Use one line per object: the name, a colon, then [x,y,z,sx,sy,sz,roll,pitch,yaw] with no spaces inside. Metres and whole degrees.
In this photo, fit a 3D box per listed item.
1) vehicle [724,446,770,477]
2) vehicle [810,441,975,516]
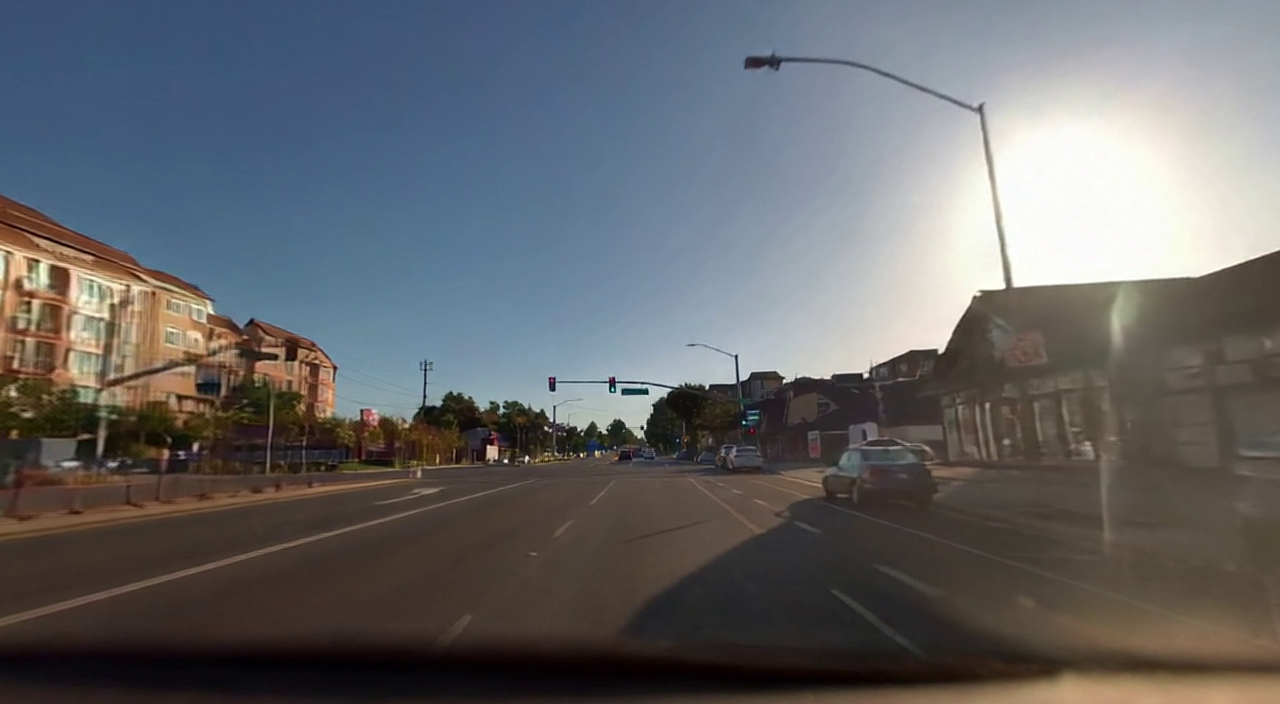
vehicle: [6.154,6.375,36.918,1.845,1.664,5.285,0,-9,1]
vehicle: [5.954,3.038,15.650,2.057,1.541,4.735,0,-9,-1]
